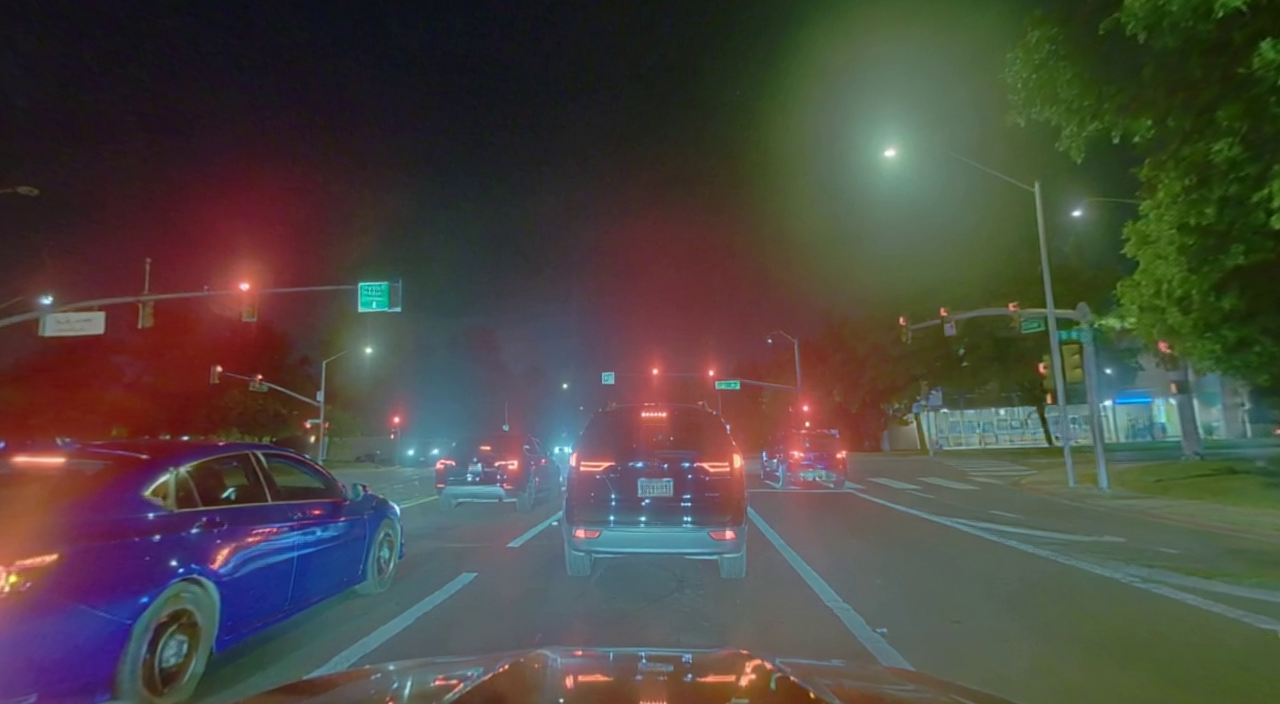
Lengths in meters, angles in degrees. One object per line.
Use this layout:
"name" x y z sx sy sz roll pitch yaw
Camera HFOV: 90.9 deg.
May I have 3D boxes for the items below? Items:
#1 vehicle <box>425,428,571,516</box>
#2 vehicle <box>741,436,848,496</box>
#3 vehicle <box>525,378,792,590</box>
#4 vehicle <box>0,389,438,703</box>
"vehicle" -2.700 2.385 13.055 1.851 1.502 4.042 0 -8 4
"vehicle" 4.080 3.062 17.352 1.979 1.453 4.011 0 -8 1
"vehicle" 0.206 1.451 7.700 2.300 1.832 4.331 0 -8 1
"vehicle" -3.224 1.201 4.425 1.958 1.494 4.624 0 -8 2
